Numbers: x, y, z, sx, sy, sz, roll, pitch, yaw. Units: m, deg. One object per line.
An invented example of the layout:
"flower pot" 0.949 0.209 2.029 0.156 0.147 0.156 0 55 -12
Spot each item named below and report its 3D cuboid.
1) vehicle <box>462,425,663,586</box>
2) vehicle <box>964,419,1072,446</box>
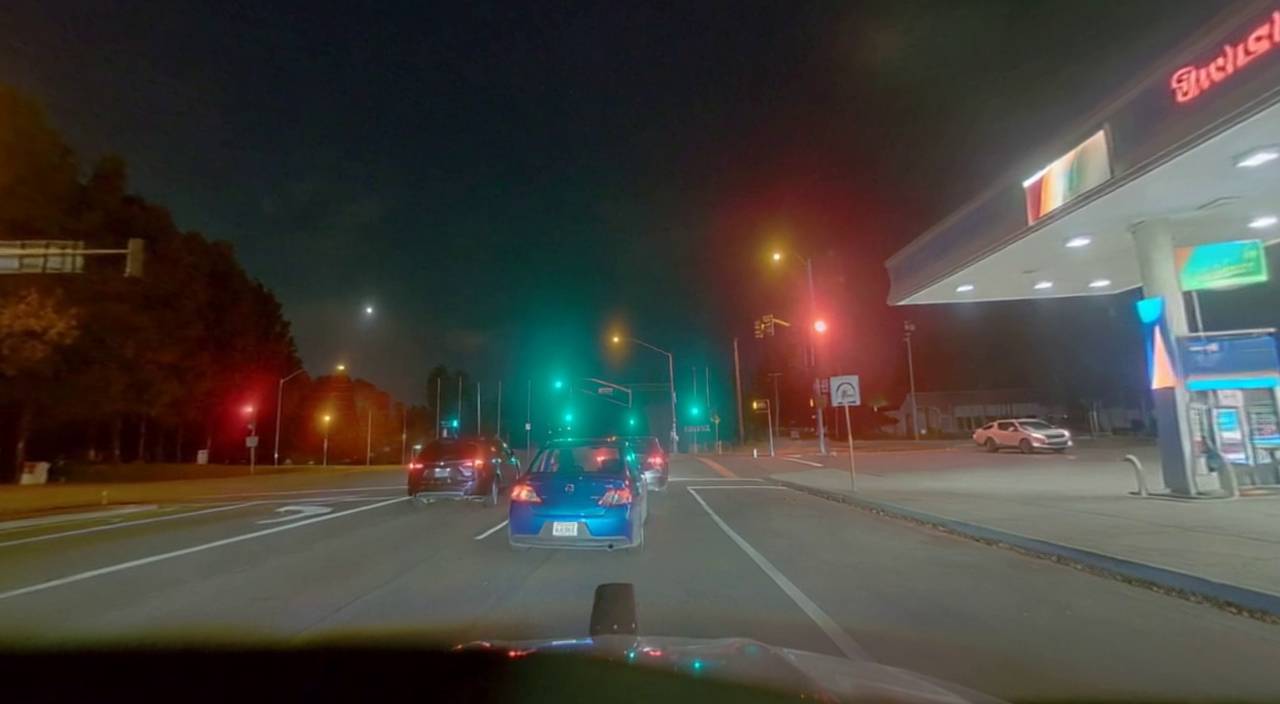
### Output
"vehicle" -0.661 1.791 8.299 1.916 1.510 4.447 0 -8 2
"vehicle" 21.699 4.652 36.397 4.874 1.502 2.048 0 -8 1
